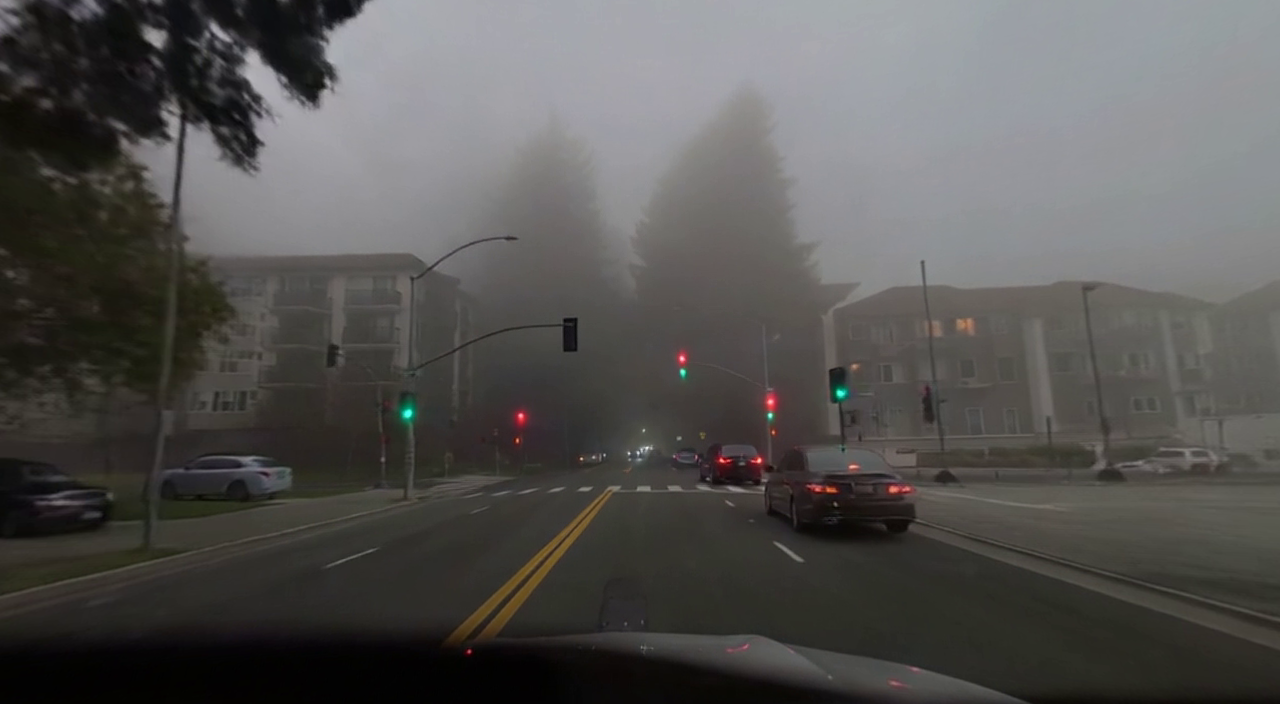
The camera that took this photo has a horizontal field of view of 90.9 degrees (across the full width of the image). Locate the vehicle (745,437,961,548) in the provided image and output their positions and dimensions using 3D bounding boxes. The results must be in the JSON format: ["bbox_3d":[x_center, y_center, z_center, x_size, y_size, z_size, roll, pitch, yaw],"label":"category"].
[{"bbox_3d":[3.296,2.280,11.001,2.078,1.488,4.741,0,-9,0],"label":"vehicle"}]

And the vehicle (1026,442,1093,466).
[{"bbox_3d":[28.777,7.002,43.351,1.698,1.477,3.735,-2,-9,-7],"label":"vehicle"}]

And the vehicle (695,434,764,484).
[{"bbox_3d":[3.577,4.388,26.218,2.199,1.872,4.513,0,-9,0],"label":"vehicle"}]

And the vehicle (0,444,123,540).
[{"bbox_3d":[-15.308,3.223,14.658,4.650,1.993,2.225,-2,-8,3],"label":"vehicle"}]

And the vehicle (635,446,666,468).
[{"bbox_3d":[0.675,7.451,44.748,2.097,1.463,4.043,0,-9,0],"label":"vehicle"}]

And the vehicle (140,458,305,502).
[{"bbox_3d":[-15.290,4.696,23.256,4.727,1.483,2.002,-1,-9,4],"label":"vehicle"}]
